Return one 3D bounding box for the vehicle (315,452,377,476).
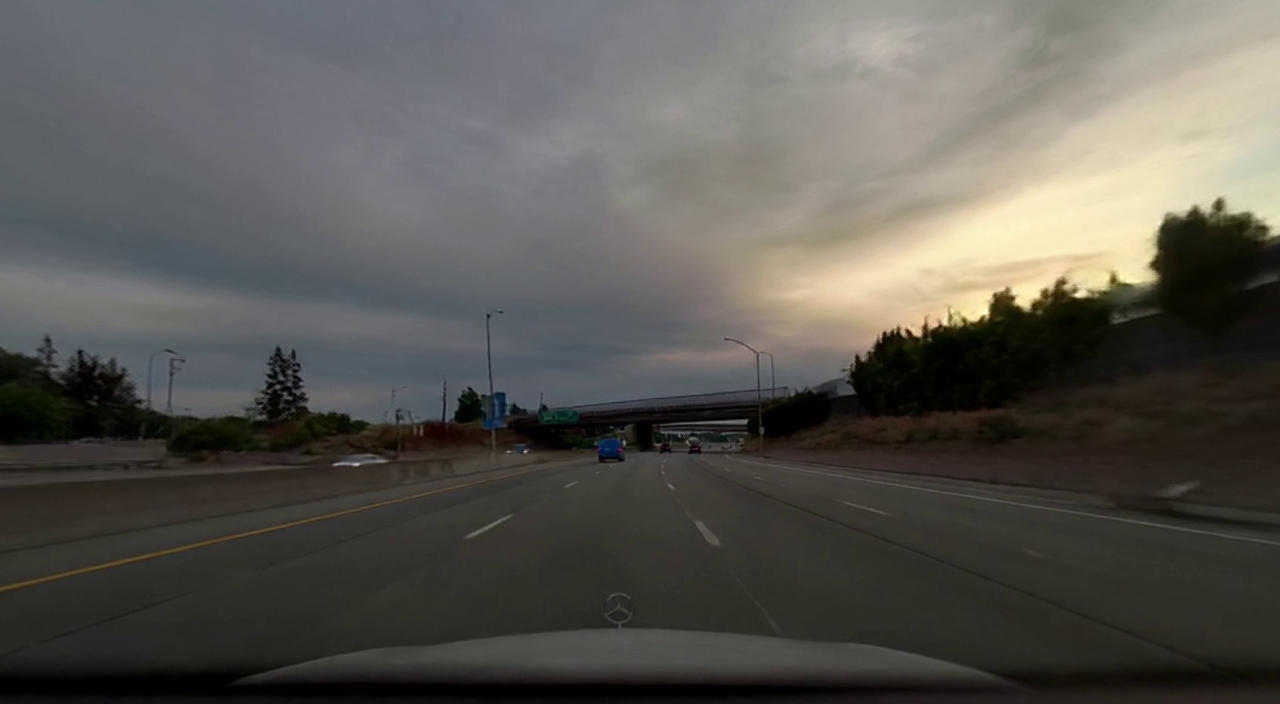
[{"bbox_3d":[-20.090,7.638,43.342,2.041,1.479,4.244,-1,-8,3],"label":"vehicle"}]
